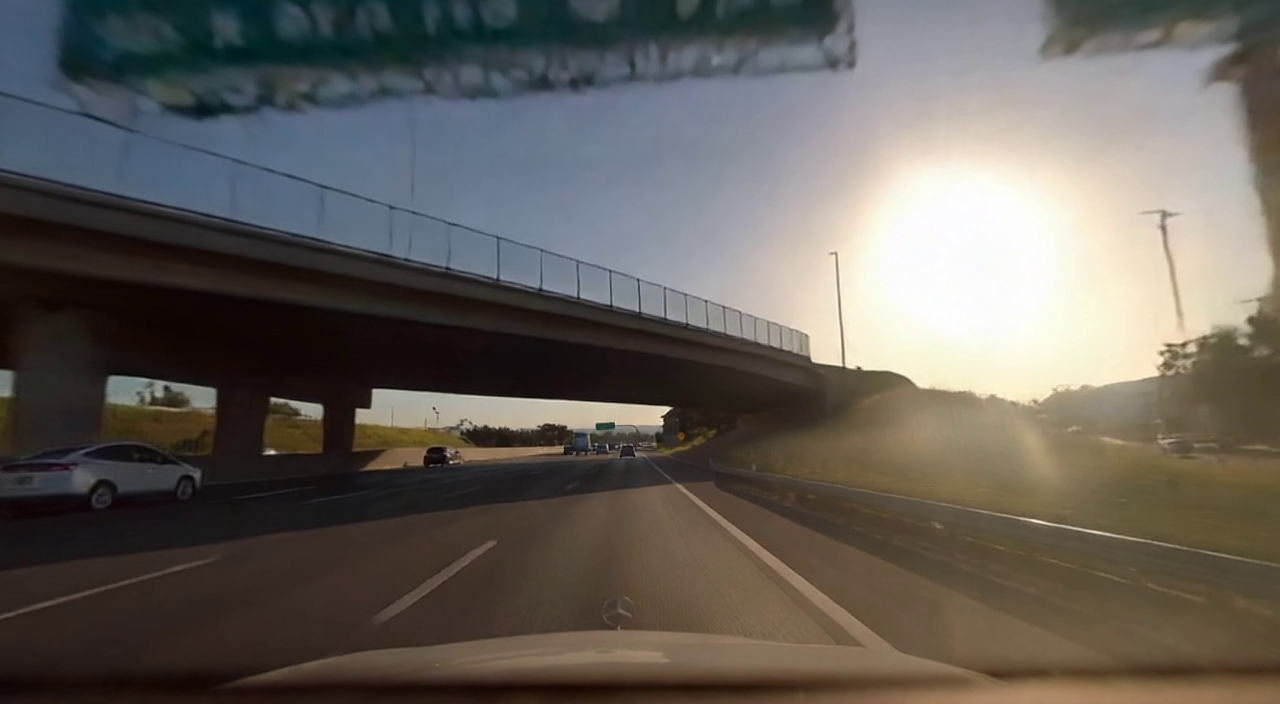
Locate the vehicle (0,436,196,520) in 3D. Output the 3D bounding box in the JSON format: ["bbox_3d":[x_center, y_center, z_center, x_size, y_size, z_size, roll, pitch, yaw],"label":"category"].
[{"bbox_3d":[-14.257,3.085,16.145,2.049,1.792,5.177,0,-9,-1],"label":"vehicle"}]

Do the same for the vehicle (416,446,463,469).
[{"bbox_3d":[-14.828,7.818,47.015,2.057,1.619,4.443,0,-9,0],"label":"vehicle"}]
